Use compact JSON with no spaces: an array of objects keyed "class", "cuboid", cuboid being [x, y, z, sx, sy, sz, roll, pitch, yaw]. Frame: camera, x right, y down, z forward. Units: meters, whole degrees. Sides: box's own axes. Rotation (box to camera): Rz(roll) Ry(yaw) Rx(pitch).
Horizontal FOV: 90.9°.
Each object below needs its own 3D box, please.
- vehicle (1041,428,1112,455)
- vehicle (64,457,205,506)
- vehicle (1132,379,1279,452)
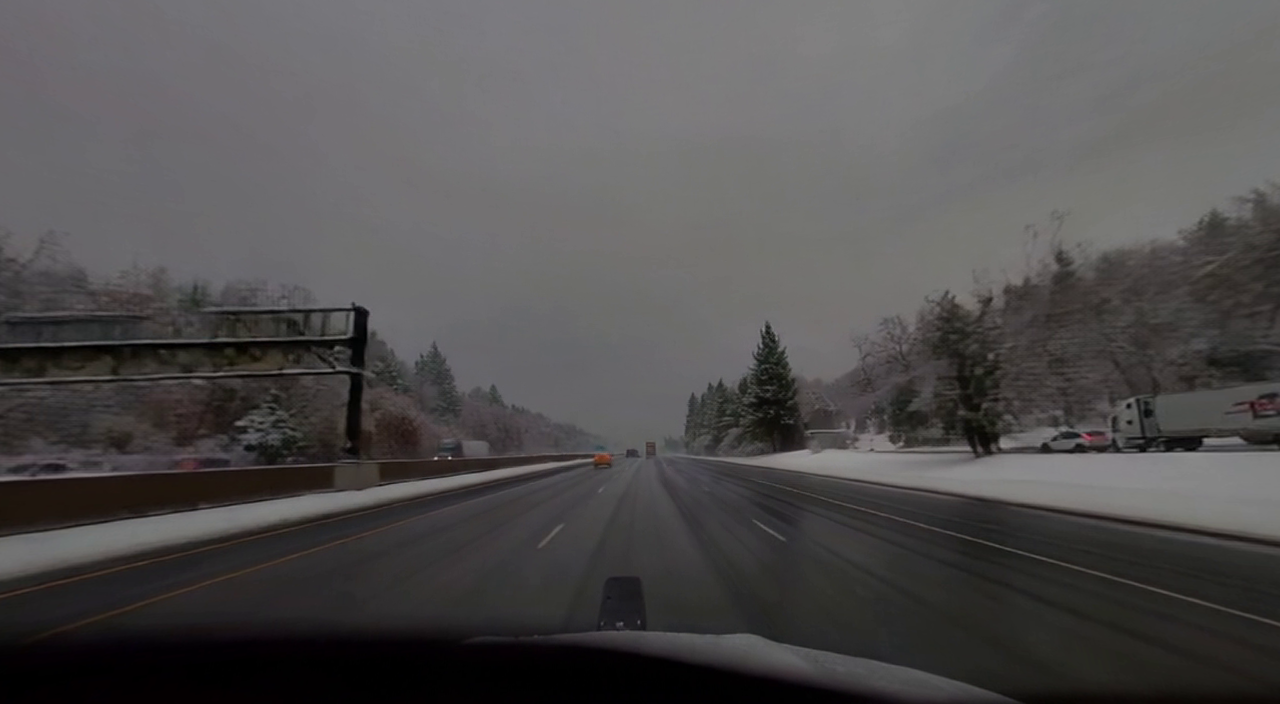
[{"class":"vehicle","cuboid":[31.297,6.462,45.305,2.038,1.823,3.744,1,-9,-9]},{"class":"vehicle","cuboid":[-16.562,4.231,20.905,1.639,1.433,3.624,0,-9,0]},{"class":"vehicle","cuboid":[37.196,3.913,37.587,2.876,4.046,13.881,1,-9,-8]}]
